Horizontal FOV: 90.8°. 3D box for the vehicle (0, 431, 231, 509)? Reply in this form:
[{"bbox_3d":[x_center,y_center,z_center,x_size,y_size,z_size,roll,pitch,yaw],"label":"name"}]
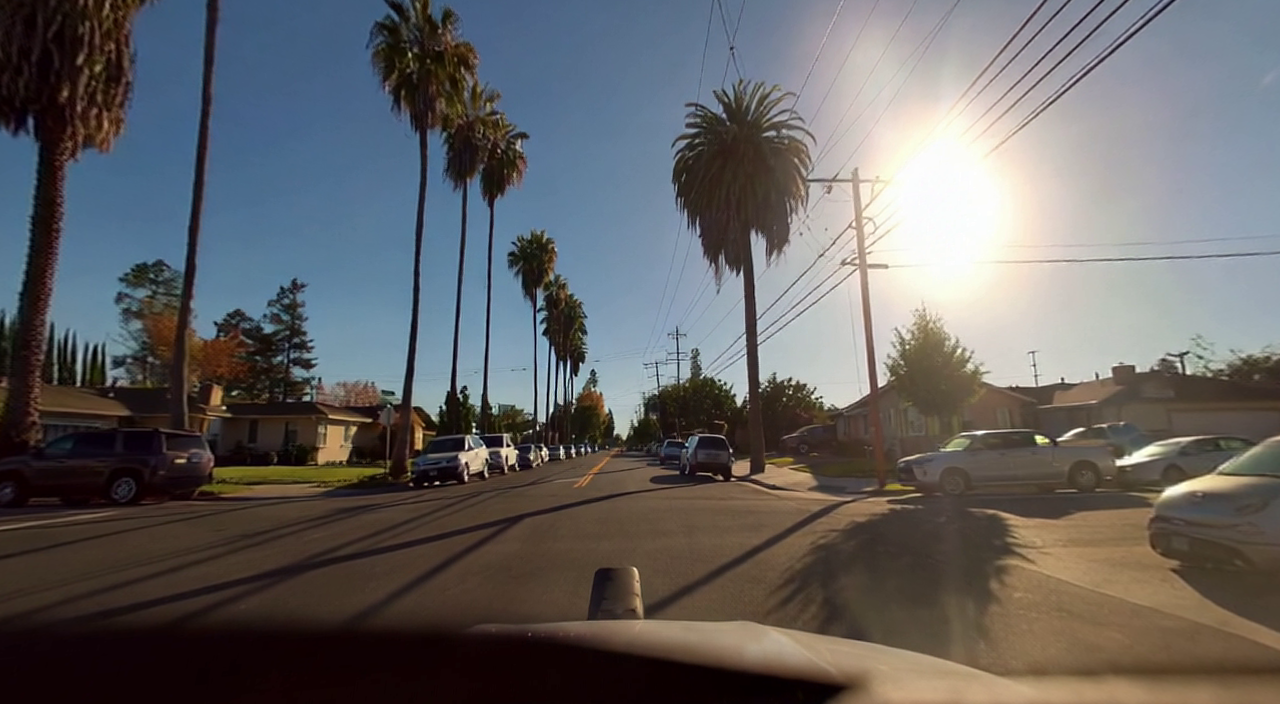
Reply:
[{"bbox_3d":[-14.796,3.158,17.005,5.847,1.766,2.392,-2,-9,-2],"label":"vehicle"}]

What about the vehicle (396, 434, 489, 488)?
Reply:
[{"bbox_3d":[-6.958,3.868,22.771,2.198,1.724,4.493,1,-9,-5],"label":"vehicle"}]

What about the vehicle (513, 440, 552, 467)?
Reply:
[{"bbox_3d":[-7.755,7.373,46.085,2.178,1.865,4.658,0,-9,-2],"label":"vehicle"}]

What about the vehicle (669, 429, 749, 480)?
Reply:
[{"bbox_3d":[2.701,4.259,26.527,2.505,1.895,5.805,0,-9,-2],"label":"vehicle"}]

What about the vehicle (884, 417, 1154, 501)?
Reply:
[{"bbox_3d":[10.280,2.931,17.520,5.971,1.967,2.385,-1,-9,-5],"label":"vehicle"}]

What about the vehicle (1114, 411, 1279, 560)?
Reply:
[{"bbox_3d":[8.991,1.636,8.082,4.181,1.638,2.015,0,-9,-1],"label":"vehicle"}]
